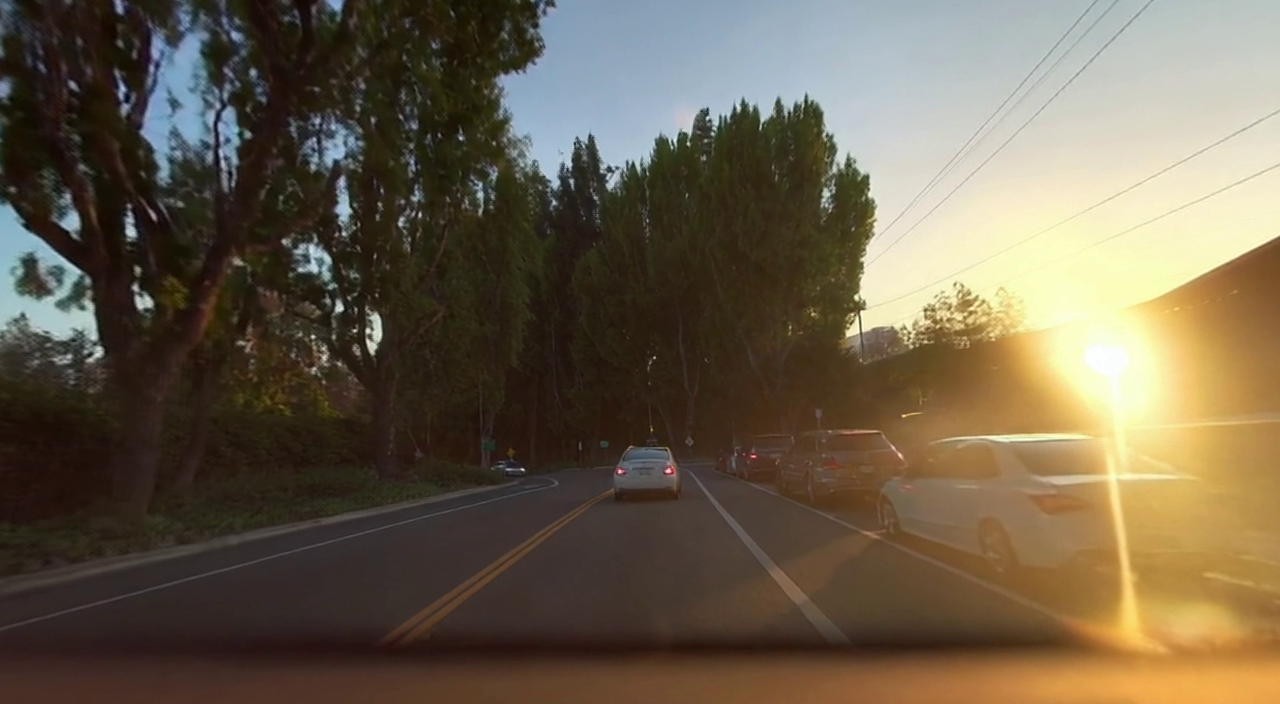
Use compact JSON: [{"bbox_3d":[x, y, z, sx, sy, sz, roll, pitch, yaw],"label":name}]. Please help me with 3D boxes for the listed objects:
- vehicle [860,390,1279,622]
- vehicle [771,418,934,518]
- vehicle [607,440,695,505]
[{"bbox_3d":[4.248,1.489,7.074,1.969,1.738,4.515,0,-8,1],"label":"vehicle"},{"bbox_3d":[4.390,2.469,13.930,2.093,1.822,4.483,0,-8,1],"label":"vehicle"},{"bbox_3d":[0.310,3.158,16.975,2.078,1.521,4.058,0,-8,2],"label":"vehicle"}]
